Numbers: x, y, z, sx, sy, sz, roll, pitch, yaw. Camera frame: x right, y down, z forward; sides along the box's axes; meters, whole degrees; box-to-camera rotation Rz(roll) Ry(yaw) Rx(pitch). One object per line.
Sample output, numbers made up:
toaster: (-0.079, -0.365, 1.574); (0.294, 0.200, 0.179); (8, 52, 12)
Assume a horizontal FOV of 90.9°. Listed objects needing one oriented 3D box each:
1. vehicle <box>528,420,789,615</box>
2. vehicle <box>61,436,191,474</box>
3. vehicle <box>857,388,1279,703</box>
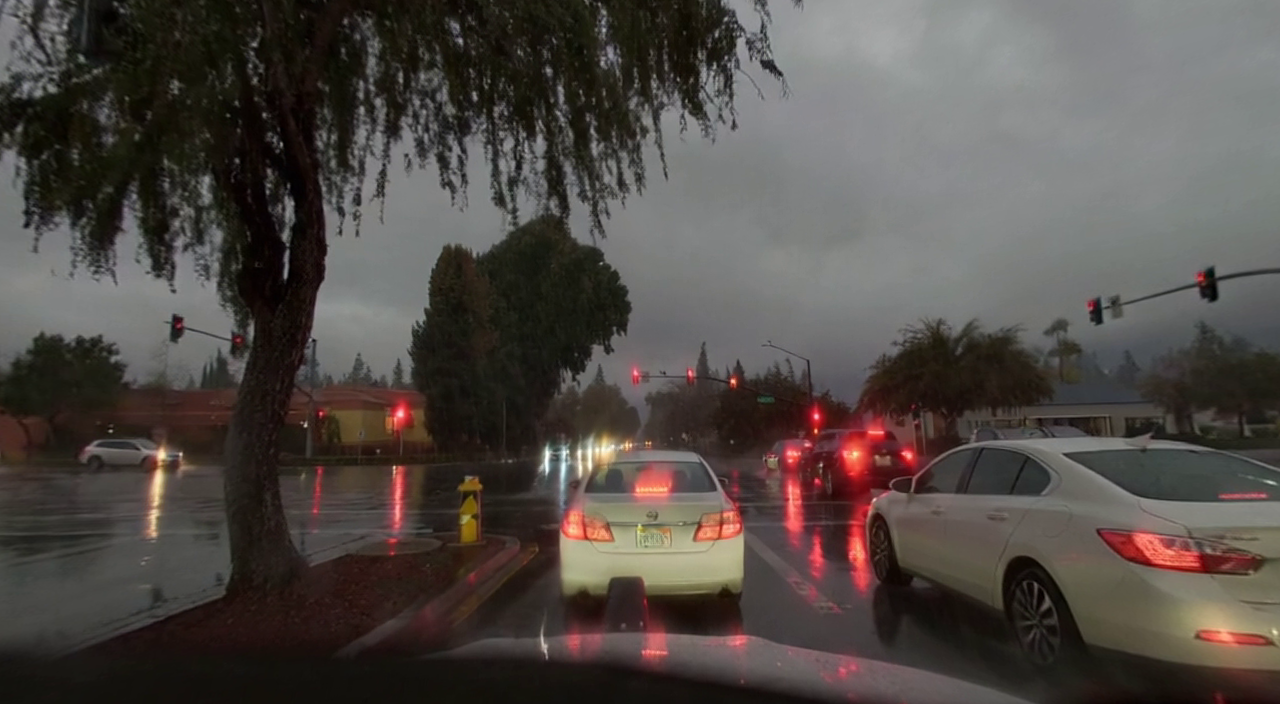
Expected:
vehicle: (0.102, 1.563, 6.877); (2.017, 1.485, 3.813); (0, -8, -1)
vehicle: (-24.329, 4.883, 29.985); (4.450, 1.684, 1.894); (0, -8, 0)
vehicle: (3.170, 1.124, 3.901); (1.931, 1.493, 4.555); (0, -8, -1)
